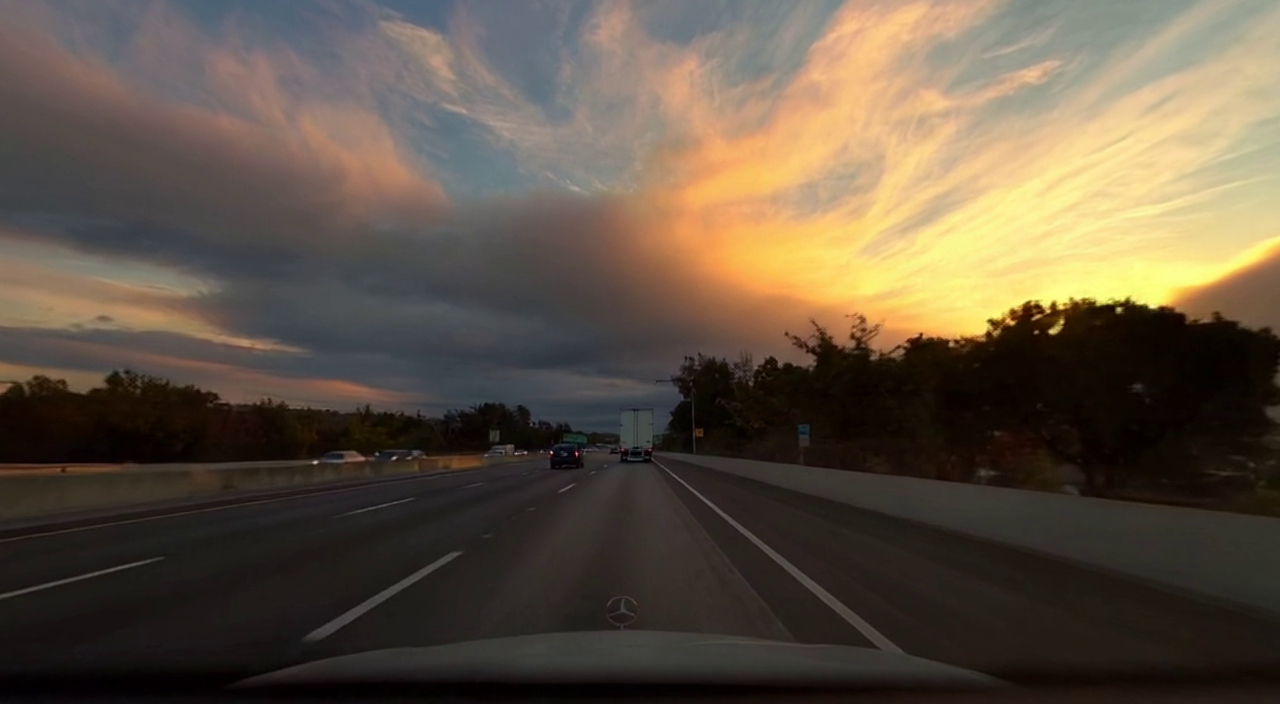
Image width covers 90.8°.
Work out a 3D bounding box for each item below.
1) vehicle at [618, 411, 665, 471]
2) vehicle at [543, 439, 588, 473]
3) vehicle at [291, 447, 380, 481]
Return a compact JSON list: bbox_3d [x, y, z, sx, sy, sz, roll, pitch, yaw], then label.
[{"bbox_3d":[-0.091,6.489,45.739,2.839,3.734,11.781,0,-9,-3],"label":"vehicle"},{"bbox_3d":[-4.396,6.244,38.026,2.139,1.925,4.312,0,-9,0],"label":"vehicle"},{"bbox_3d":[-14.495,5.332,30.359,1.897,1.441,4.634,0,-9,1],"label":"vehicle"}]
